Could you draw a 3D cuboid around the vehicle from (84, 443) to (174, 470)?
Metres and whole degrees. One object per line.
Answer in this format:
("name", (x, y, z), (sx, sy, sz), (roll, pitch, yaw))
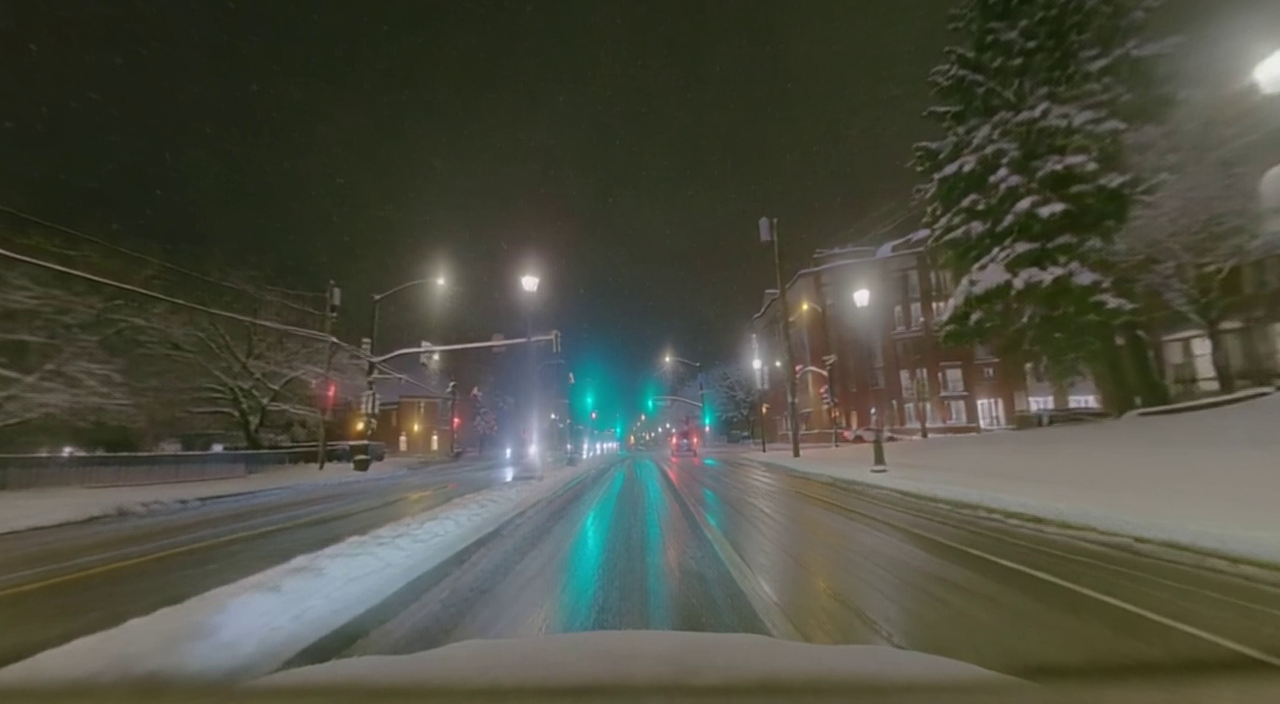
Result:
("vehicle", (-37.297, 7.610, 46.088), (4.673, 1.771, 2.118), (1, -9, 2))

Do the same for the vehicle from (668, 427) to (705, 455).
("vehicle", (3.054, 5.965, 42.390), (2.129, 1.719, 4.205), (0, -7, 0))

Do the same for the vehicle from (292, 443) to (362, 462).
("vehicle", (-24.489, 7.851, 49.419), (4.359, 1.457, 2.043), (0, -7, 2))

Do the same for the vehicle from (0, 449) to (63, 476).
("vehicle", (-41.829, 7.377, 41.978), (4.687, 1.625, 2.096), (-2, -6, 1))

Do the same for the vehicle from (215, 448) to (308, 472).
("vehicle", (-24.901, 7.108, 41.569), (4.815, 1.469, 2.056), (0, -7, 1))

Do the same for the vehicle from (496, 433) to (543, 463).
("vehicle", (-7.507, 5.995, 39.713), (1.962, 1.807, 4.541), (0, -7, 1))
